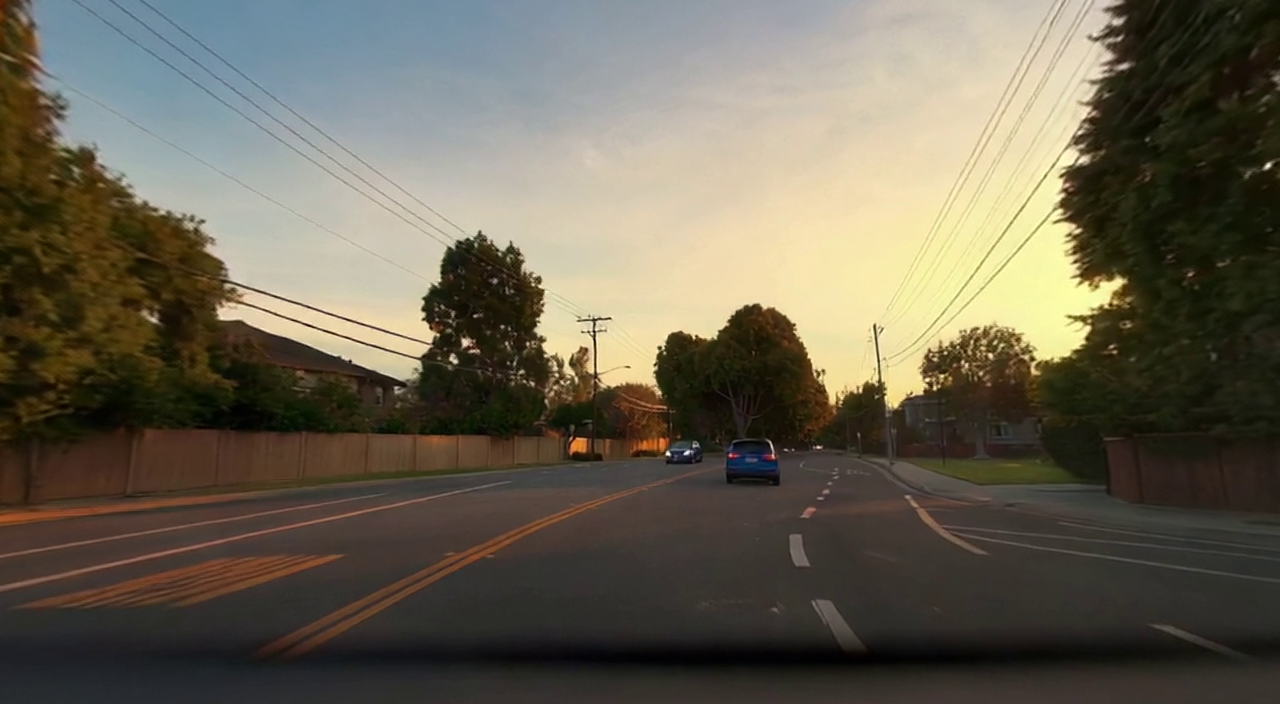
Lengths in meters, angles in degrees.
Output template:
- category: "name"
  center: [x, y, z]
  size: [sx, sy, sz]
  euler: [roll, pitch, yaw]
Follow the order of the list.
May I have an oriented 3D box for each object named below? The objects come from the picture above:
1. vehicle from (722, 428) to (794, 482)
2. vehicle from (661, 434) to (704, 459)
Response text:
- category: "vehicle"
  center: [4.218, 3.553, 22.099]
  size: [2.139, 1.699, 3.916]
  euler: [-2, -8, 15]
- category: "vehicle"
  center: [3.044, 6.683, 44.671]
  size: [2.226, 1.664, 4.342]
  euler: [-2, -8, 14]
